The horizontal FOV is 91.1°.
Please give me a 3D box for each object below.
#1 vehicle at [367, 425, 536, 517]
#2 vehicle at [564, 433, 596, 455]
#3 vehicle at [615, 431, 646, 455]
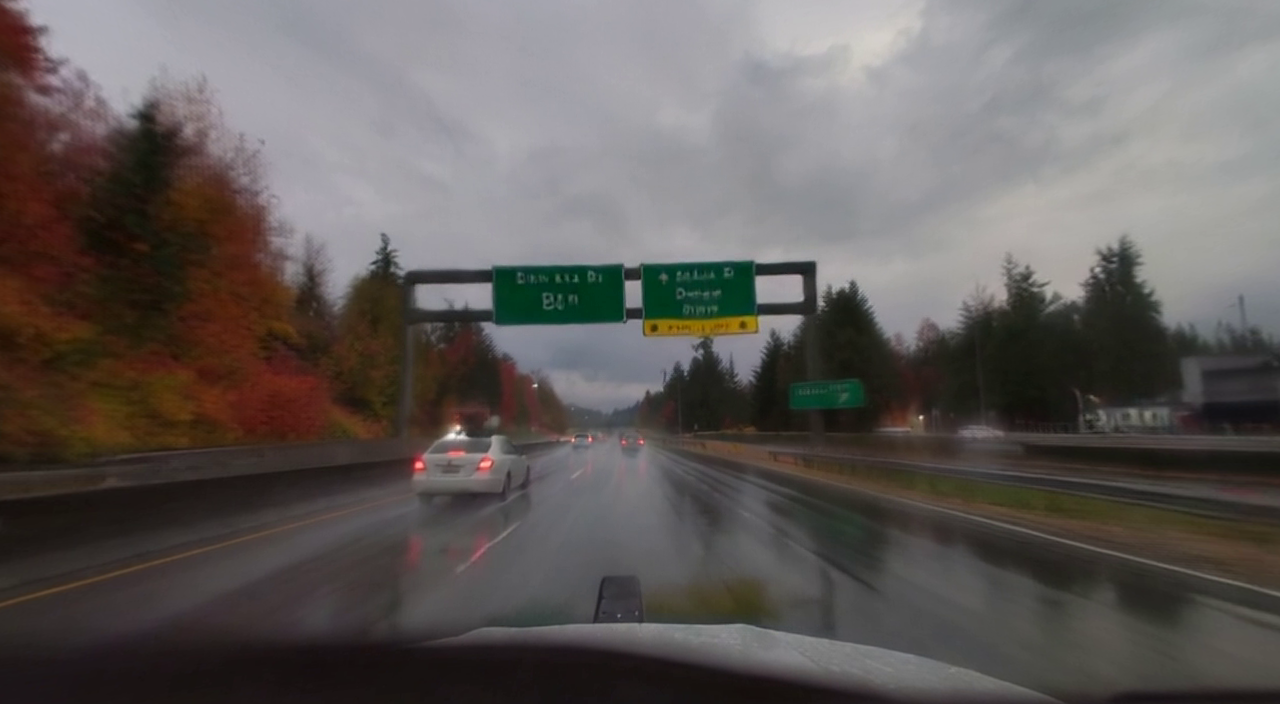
[{"bbox_3d":[-3.479,2.281,12.680,1.989,1.497,4.645,0,-8,0],"label":"vehicle"},{"bbox_3d":[-4.491,6.971,47.681,2.071,1.524,4.398,0,-8,-1],"label":"vehicle"},{"bbox_3d":[-0.660,6.300,43.586,2.054,1.609,3.859,0,-8,-1],"label":"vehicle"}]
